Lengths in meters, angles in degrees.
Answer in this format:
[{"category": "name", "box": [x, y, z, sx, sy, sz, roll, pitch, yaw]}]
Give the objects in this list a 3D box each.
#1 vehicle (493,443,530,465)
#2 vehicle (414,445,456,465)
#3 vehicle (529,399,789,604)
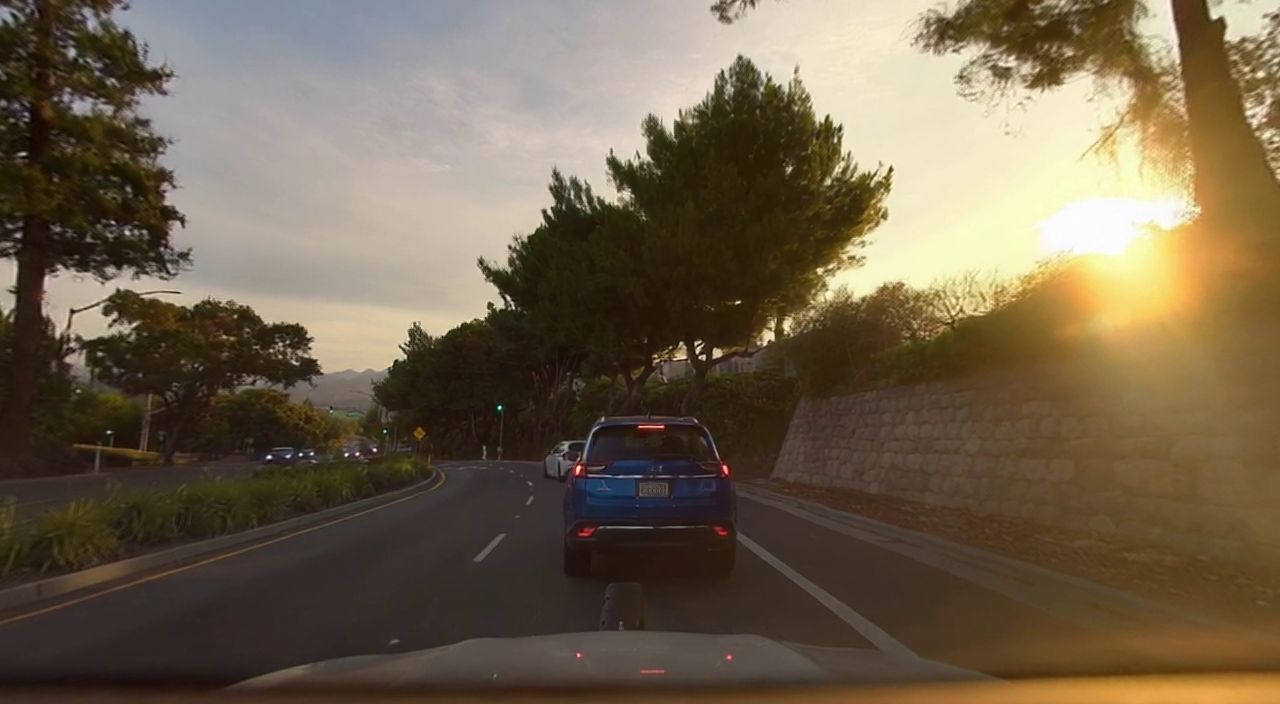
[{"category": "vehicle", "box": [-9.459, 7.429, 46.196, 1.837, 1.483, 4.559, 3, -9, -21]}, {"category": "vehicle", "box": [-15.872, 7.912, 48.785, 2.023, 1.474, 4.286, 5, -10, -32]}, {"category": "vehicle", "box": [-0.007, 1.614, 7.745, 2.287, 1.762, 4.269, 1, -8, -5]}]
